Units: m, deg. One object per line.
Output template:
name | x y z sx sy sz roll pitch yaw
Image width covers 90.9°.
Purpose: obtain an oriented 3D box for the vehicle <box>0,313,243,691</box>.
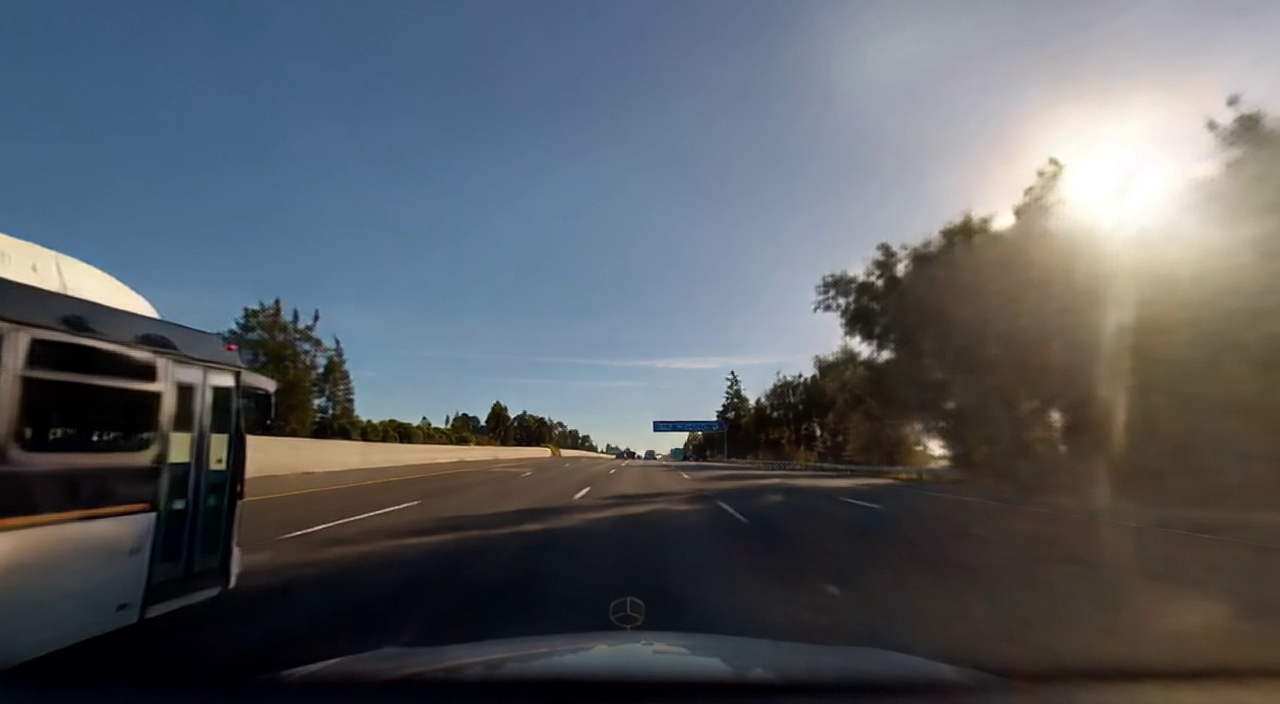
vehicle | -4.470 0.693 2.648 2.127 1.985 5.205 0 -8 1
